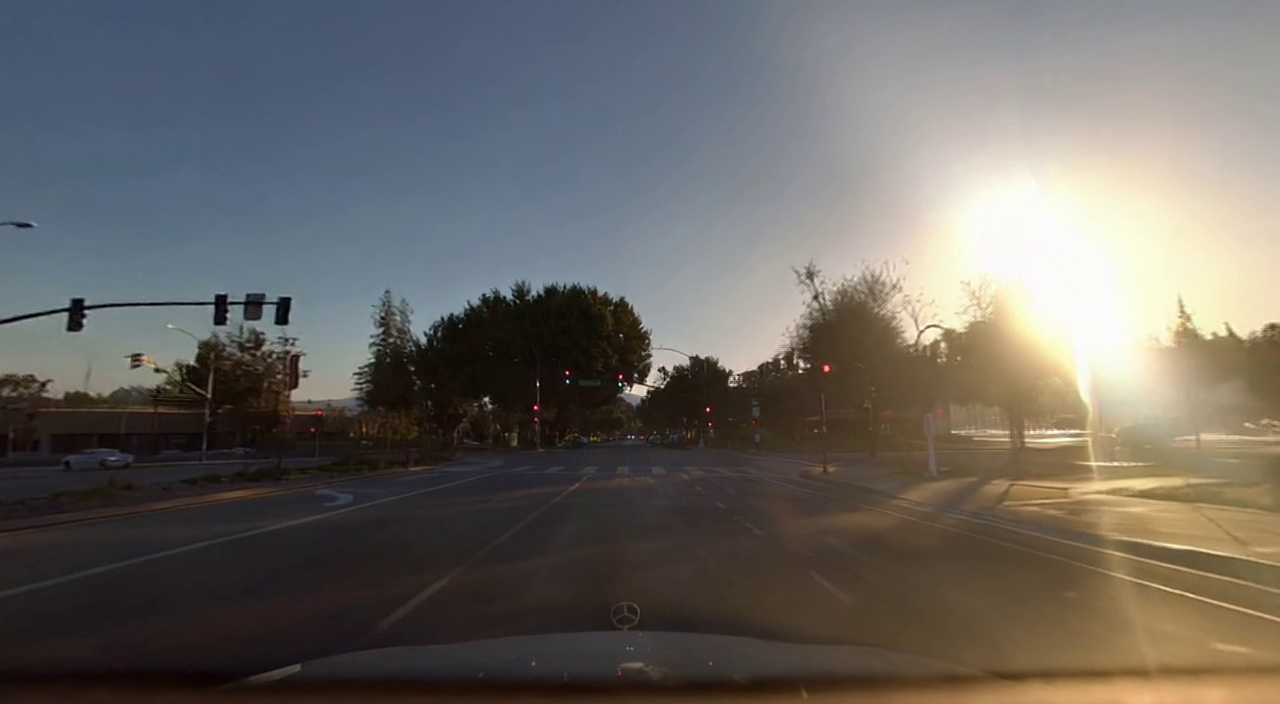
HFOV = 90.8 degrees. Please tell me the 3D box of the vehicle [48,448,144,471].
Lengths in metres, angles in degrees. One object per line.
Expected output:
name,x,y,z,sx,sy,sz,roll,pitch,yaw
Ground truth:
vehicle,-35.395,6.987,41.185,4.500,1.465,1.936,0,-8,1
